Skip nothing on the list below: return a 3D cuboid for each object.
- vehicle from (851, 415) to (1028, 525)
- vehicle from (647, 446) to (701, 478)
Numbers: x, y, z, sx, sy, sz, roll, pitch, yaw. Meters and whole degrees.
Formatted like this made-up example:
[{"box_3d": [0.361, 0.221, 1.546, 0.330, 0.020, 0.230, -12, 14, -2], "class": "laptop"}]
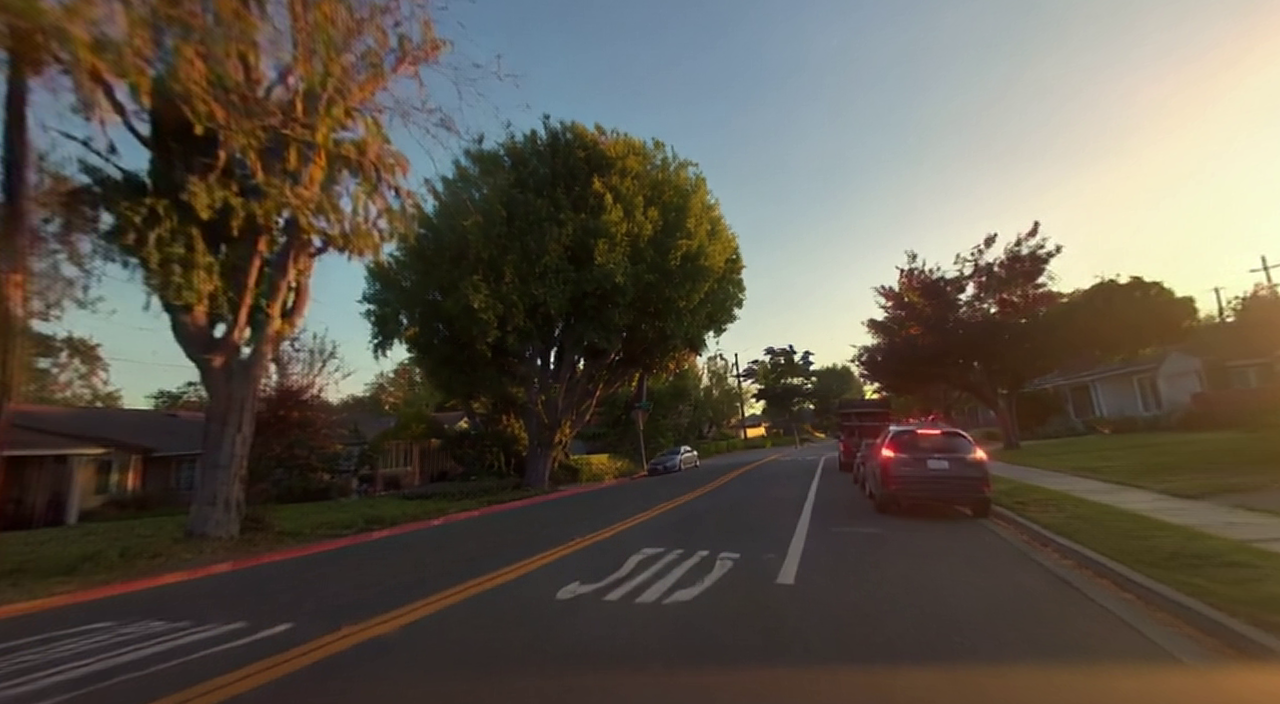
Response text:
[{"box_3d": [5.370, 2.122, 11.969, 2.242, 1.661, 4.273, -3, -8, 15], "class": "vehicle"}, {"box_3d": [2.031, 6.231, 35.754, 2.033, 1.456, 4.370, -8, -9, 14], "class": "vehicle"}]
